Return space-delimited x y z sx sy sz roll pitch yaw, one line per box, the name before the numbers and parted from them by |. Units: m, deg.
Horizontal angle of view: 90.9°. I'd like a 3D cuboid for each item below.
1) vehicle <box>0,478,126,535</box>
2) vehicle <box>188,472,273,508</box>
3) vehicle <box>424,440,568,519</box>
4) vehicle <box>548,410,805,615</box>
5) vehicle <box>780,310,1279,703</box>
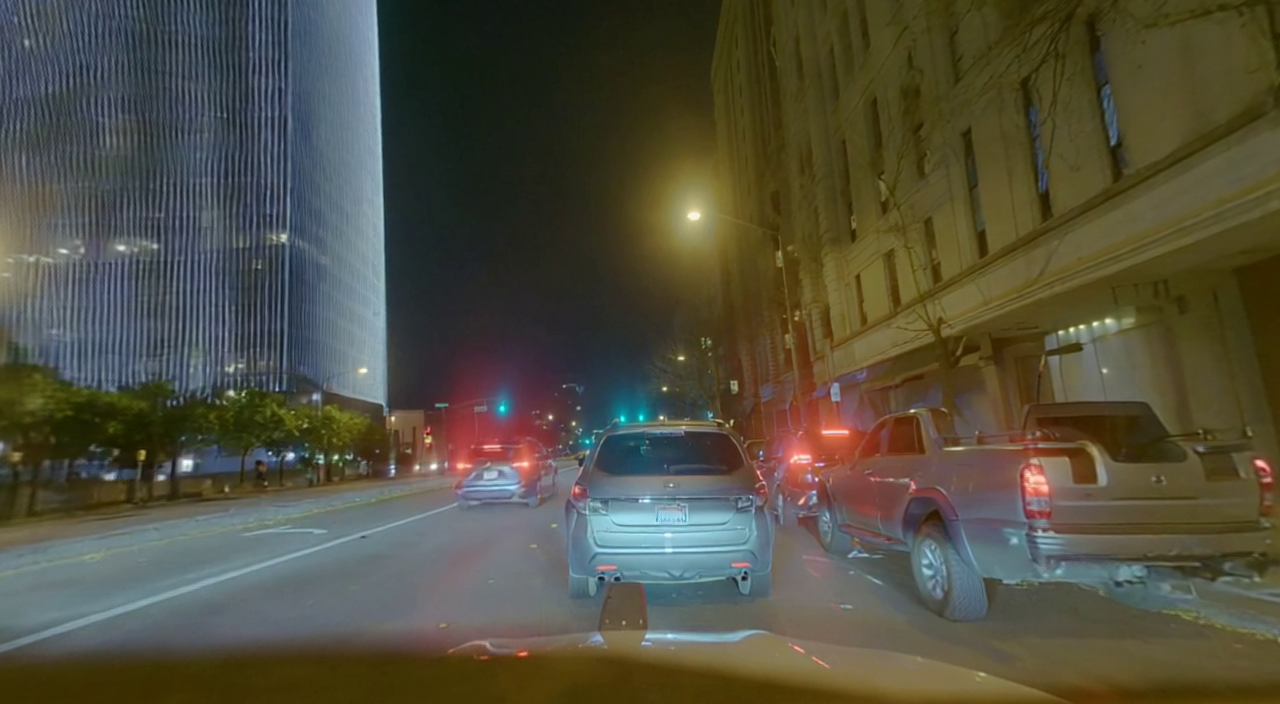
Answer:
vehicle | -22.635 5.770 24.056 1.975 1.698 4.715 0 -9 2
vehicle | -22.627 7.591 35.032 1.854 1.419 4.318 -7 -8 0
vehicle | -3.012 2.789 14.420 2.088 1.483 4.708 0 -9 1
vehicle | 0.232 1.547 6.878 2.045 1.608 3.573 0 -9 -2
vehicle | 2.750 1.100 4.953 2.117 1.855 4.794 0 -9 -1
